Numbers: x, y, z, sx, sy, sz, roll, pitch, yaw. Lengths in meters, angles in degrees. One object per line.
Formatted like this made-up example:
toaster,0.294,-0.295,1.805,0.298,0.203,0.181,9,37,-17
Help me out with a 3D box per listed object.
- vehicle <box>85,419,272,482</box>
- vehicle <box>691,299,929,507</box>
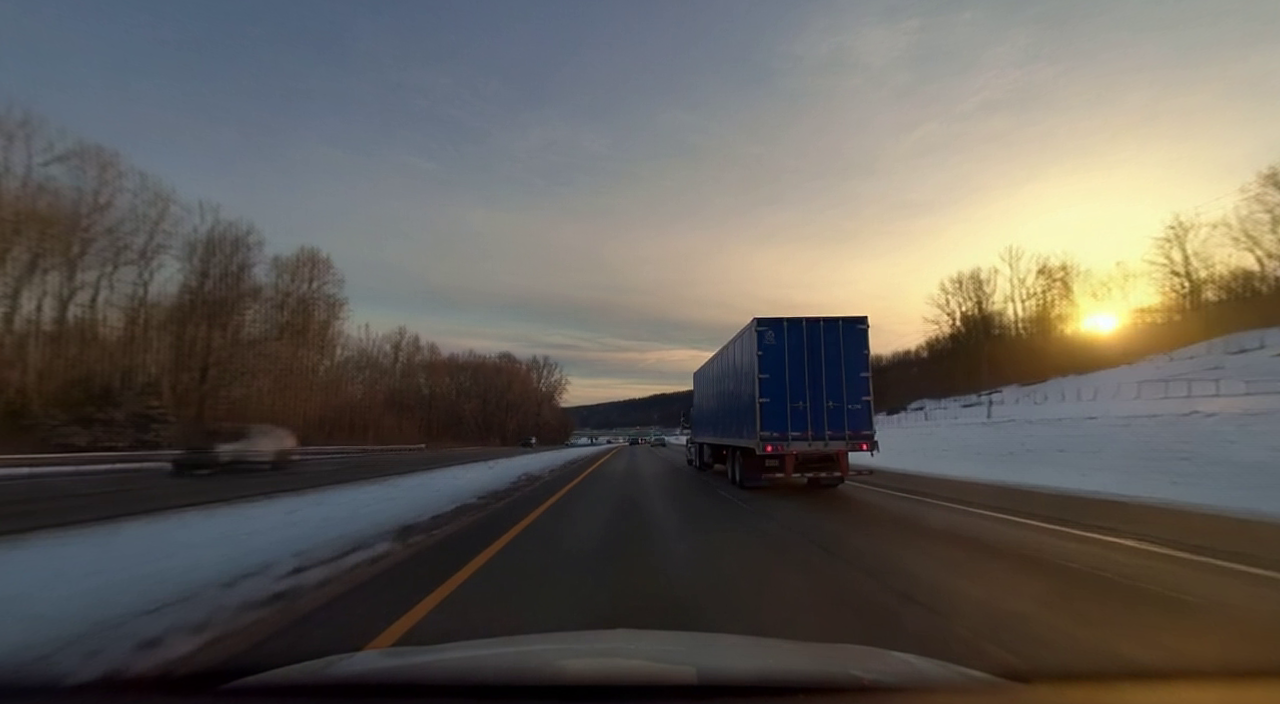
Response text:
vehicle,-12.741,2.741,17.813,1.932,1.537,4.480,0,-8,-1
vehicle,4.136,2.142,21.405,3.203,4.273,17.131,0,-8,-1
